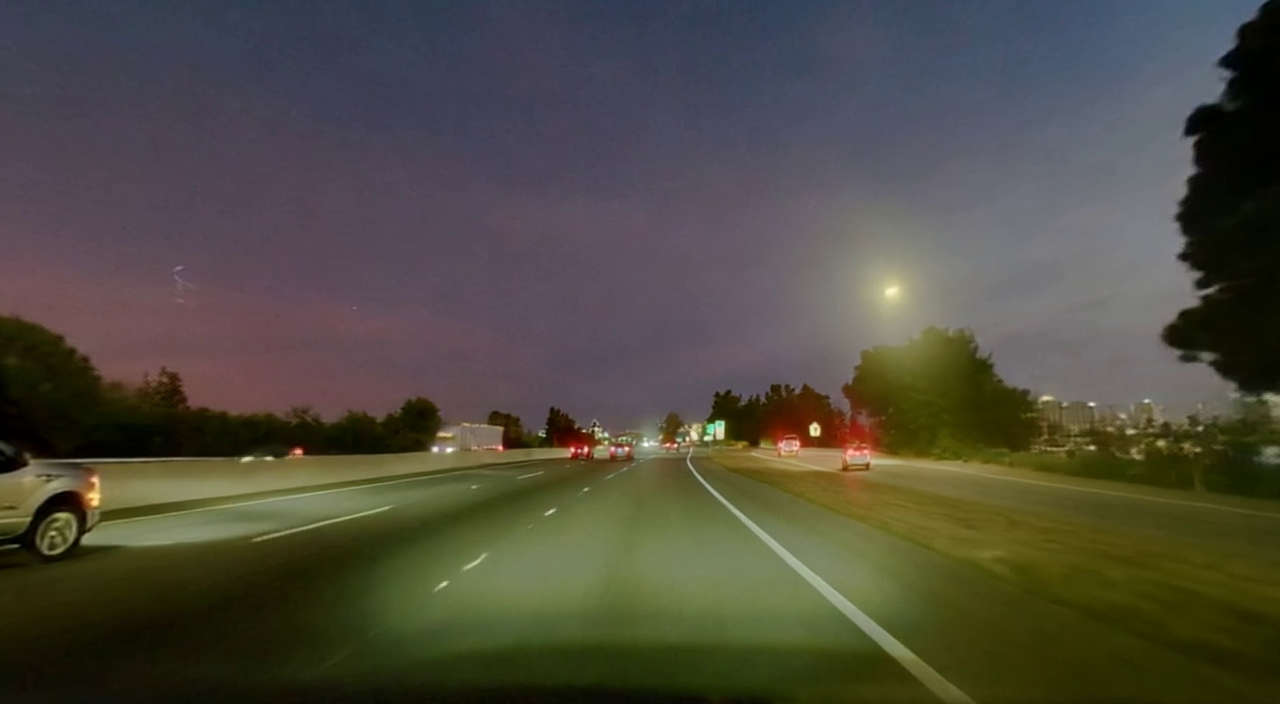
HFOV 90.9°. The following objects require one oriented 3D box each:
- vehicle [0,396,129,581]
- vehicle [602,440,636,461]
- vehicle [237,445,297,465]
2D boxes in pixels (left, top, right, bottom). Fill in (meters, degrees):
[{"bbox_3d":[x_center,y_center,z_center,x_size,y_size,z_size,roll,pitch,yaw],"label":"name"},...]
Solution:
[{"bbox_3d":[-6.661,1.060,4.514,1.923,1.630,4.857,0,-8,0],"label":"vehicle"},{"bbox_3d":[-1.504,7.295,46.844,2.112,1.489,4.266,-1,-8,4],"label":"vehicle"},{"bbox_3d":[-28.548,7.873,48.418,1.781,1.462,4.366,-1,-8,3],"label":"vehicle"}]
